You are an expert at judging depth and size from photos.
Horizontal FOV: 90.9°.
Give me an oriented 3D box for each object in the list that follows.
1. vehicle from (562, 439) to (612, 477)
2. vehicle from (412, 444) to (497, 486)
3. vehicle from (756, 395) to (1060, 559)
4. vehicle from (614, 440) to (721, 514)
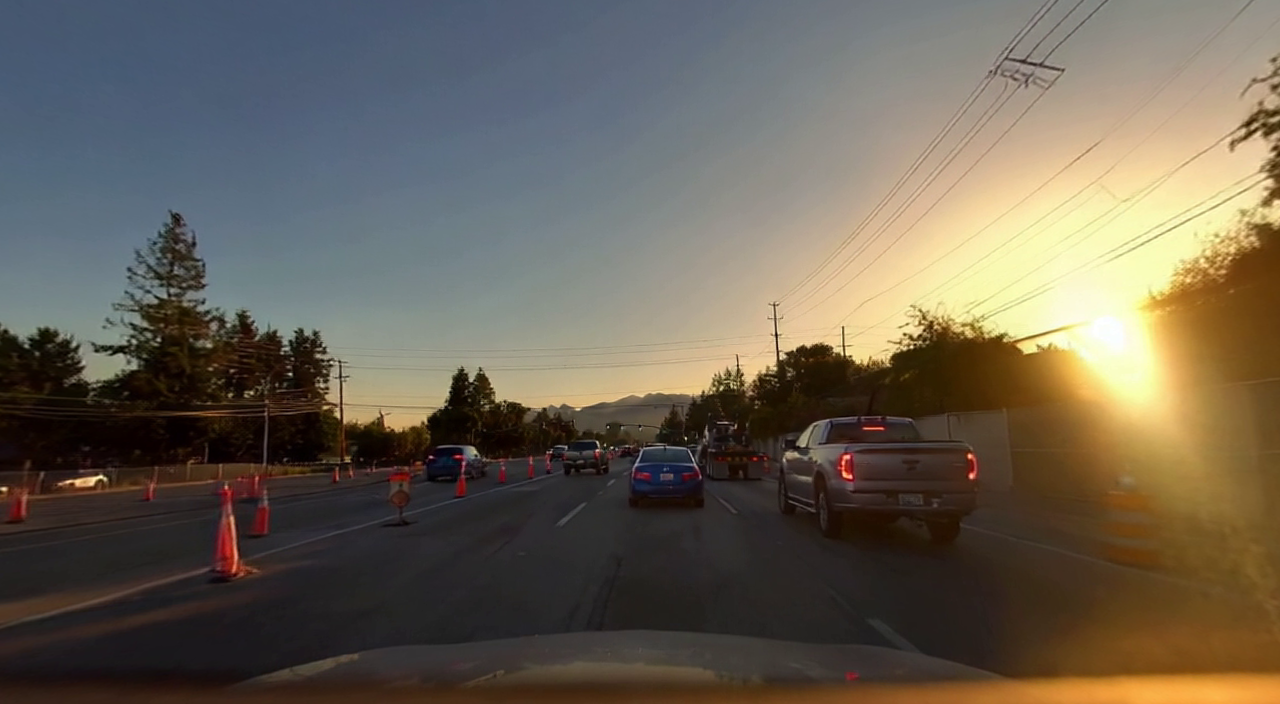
[{"bbox_3d":[-2.561,5.257,31.498,1.989,1.729,4.184,0,-9,2],"label":"vehicle"},{"bbox_3d":[-7.299,4.468,25.414,2.018,1.490,4.926,0,-8,-1],"label":"vehicle"},{"bbox_3d":[3.900,2.012,10.996,2.555,2.017,6.201,0,-9,0],"label":"vehicle"},{"bbox_3d":[0.592,2.838,14.858,2.128,1.473,4.272,0,-9,1],"label":"vehicle"}]
